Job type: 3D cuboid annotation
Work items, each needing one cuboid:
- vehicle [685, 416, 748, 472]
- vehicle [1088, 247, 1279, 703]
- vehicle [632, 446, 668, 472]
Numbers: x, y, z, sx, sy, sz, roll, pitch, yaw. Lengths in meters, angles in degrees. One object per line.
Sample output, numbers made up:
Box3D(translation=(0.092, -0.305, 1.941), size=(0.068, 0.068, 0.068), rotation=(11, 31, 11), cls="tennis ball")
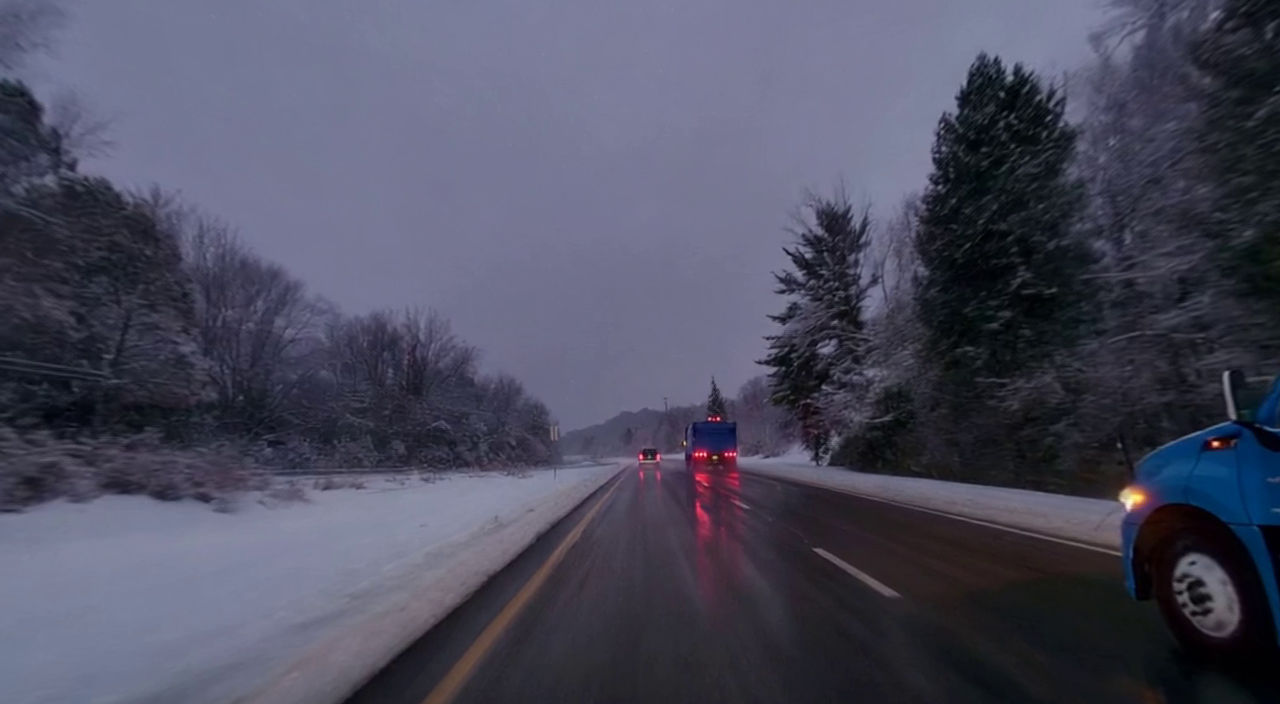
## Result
Box3D(translation=(4.703, 5.906, 40.287), size=(3.015, 3.211, 7.982), rotation=(0, -9, 0), cls="vehicle")
Box3D(translation=(4.293, 0.338, 1.092), size=(2.484, 2.248, 6.267), rotation=(0, -8, 2), cls="vehicle")
Box3D(translation=(0.604, 6.749, 39.769), size=(2.170, 1.544, 4.373), rotation=(0, -8, 1), cls="vehicle")
